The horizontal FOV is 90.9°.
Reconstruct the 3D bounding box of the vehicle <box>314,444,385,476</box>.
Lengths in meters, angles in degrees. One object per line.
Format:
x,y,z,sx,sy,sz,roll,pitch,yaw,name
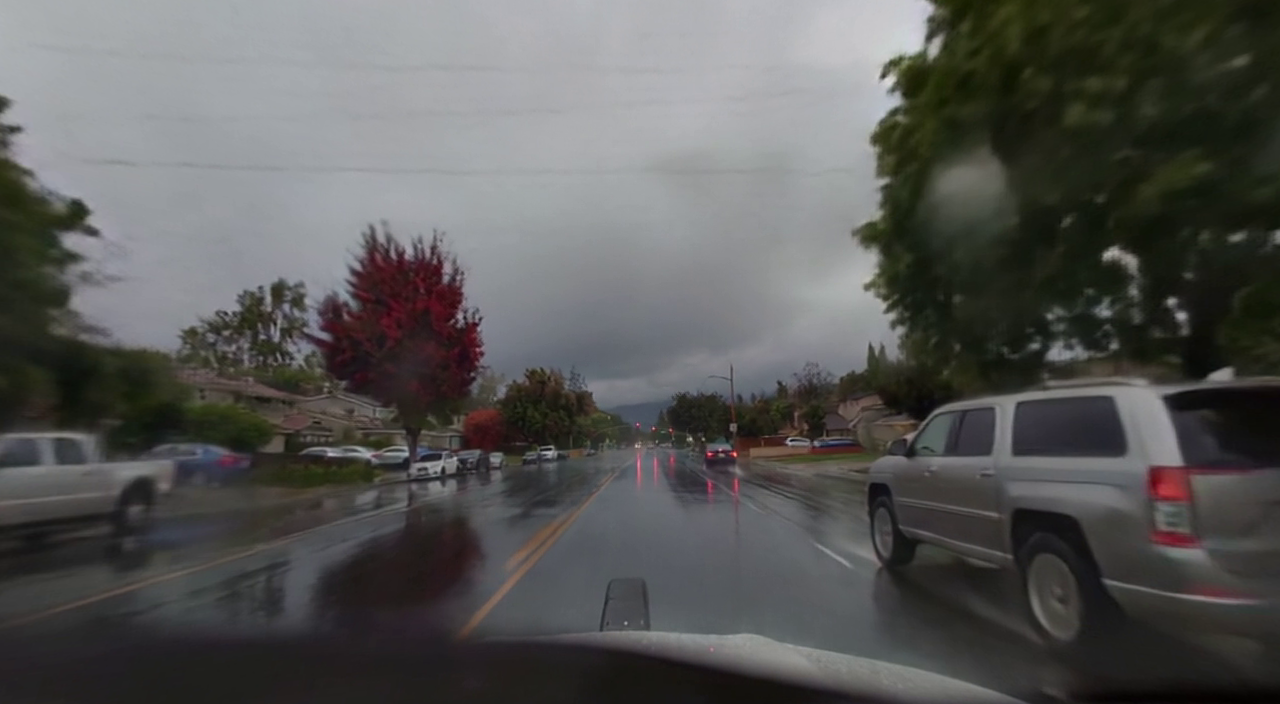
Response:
-17.311,6.440,37.836,1.914,1.792,4.470,-1,-8,3,vehicle

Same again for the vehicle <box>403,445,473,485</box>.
-10.355,5.775,32.624,2.083,1.791,4.585,-4,-8,0,vehicle

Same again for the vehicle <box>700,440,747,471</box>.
4.374,5.491,33.705,1.956,1.492,4.425,-1,-8,1,vehicle

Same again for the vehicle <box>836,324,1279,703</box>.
4.022,1.212,5.954,2.497,1.889,5.833,-1,-8,1,vehicle

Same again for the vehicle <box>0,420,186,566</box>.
-10.575,2.272,10.216,2.254,2.127,5.697,-3,-9,-1,vehicle
